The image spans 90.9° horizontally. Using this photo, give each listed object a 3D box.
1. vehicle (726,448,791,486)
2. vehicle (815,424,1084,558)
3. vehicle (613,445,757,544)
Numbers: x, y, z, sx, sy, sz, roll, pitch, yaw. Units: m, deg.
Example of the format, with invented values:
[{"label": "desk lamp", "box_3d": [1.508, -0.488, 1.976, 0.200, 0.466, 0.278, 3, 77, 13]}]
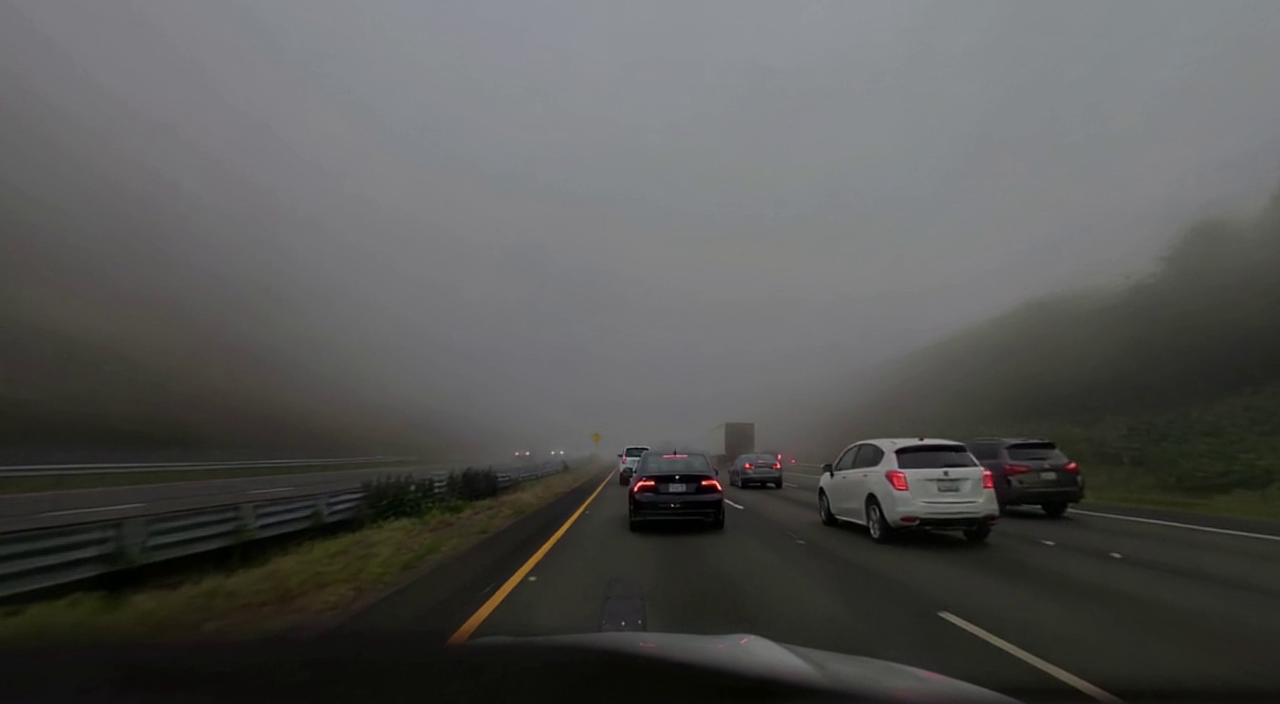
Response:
[{"label": "vehicle", "box_3d": [5.077, 4.997, 27.637, 1.908, 1.500, 4.157, 0, -9, -2]}, {"label": "vehicle", "box_3d": [4.578, 2.123, 10.345, 1.998, 1.657, 4.604, 0, -9, -1]}, {"label": "vehicle", "box_3d": [0.631, 2.381, 11.131, 2.094, 1.426, 3.725, 0, -9, -1]}]
